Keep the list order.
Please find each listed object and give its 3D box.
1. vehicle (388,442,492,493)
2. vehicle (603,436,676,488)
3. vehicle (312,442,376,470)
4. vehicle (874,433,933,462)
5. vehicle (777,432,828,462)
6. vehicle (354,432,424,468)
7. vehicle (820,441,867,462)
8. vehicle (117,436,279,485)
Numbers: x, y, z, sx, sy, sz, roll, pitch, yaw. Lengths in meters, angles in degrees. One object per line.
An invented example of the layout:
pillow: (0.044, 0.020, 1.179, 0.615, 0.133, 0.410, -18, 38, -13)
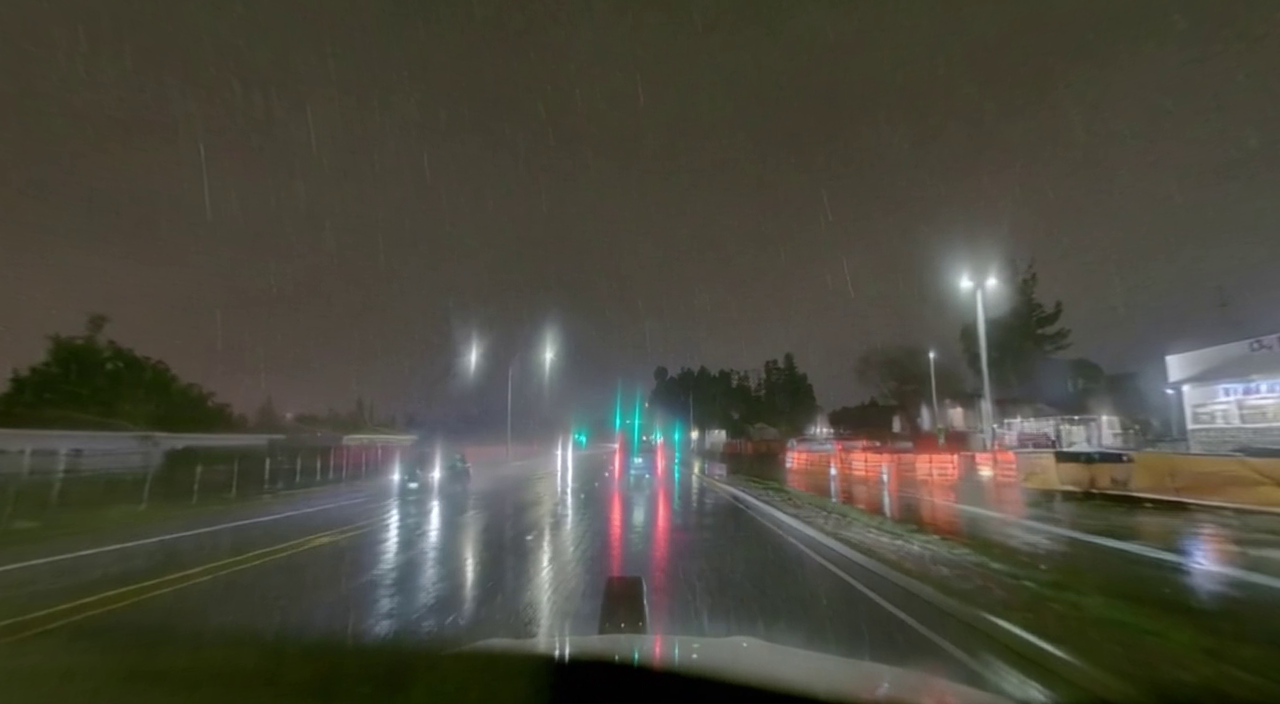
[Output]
vehicle: (-6.515, 3.800, 21.013, 1.985, 1.505, 4.143, 0, -9, 2)
vehicle: (-0.017, 3.527, 20.446, 2.144, 1.514, 4.063, 0, -8, 0)
vehicle: (-19.393, 6.820, 41.382, 2.050, 1.714, 4.619, 0, -8, -2)
vehicle: (19.800, 7.144, 47.475, 2.245, 1.932, 5.951, -3, -7, 5)
vehicle: (12.244, 7.238, 47.834, 2.280, 2.050, 5.515, -2, -9, -1)
vehicle: (-16.450, 6.463, 41.487, 2.230, 2.164, 5.732, 0, -8, 0)
vehicle: (15.394, 7.519, 47.725, 2.040, 1.506, 4.289, 0, -9, -1)
vehicle: (-18.210, 4.470, 26.056, 5.085, 1.906, 2.153, 0, -9, 1)
